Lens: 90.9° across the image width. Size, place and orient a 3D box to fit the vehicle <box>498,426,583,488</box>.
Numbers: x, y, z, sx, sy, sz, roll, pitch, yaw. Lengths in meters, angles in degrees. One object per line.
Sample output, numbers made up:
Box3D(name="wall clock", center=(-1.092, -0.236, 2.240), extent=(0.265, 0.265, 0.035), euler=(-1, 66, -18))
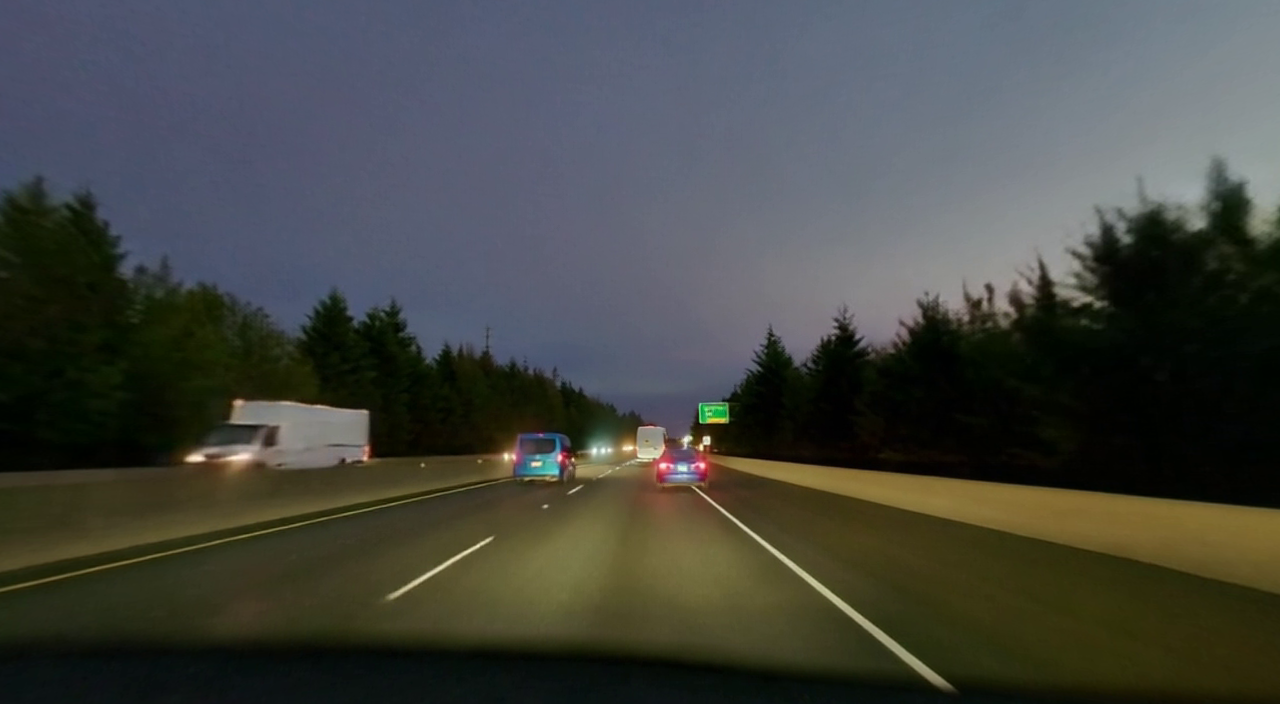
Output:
Box3D(name="vehicle", center=(-3.523, 3.874, 23.370), extent=(2.217, 2.033, 4.975), euler=(0, -9, 1))

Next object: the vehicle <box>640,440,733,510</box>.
Box3D(name="vehicle", center=(1.008, 2.952, 15.525), extent=(2.012, 1.485, 3.649), euler=(0, -9, 0))

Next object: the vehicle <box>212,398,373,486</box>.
Box3D(name="vehicle", center=(-16.864, 4.552, 31.601), extent=(2.955, 3.771, 8.596), euler=(0, -9, 1))
